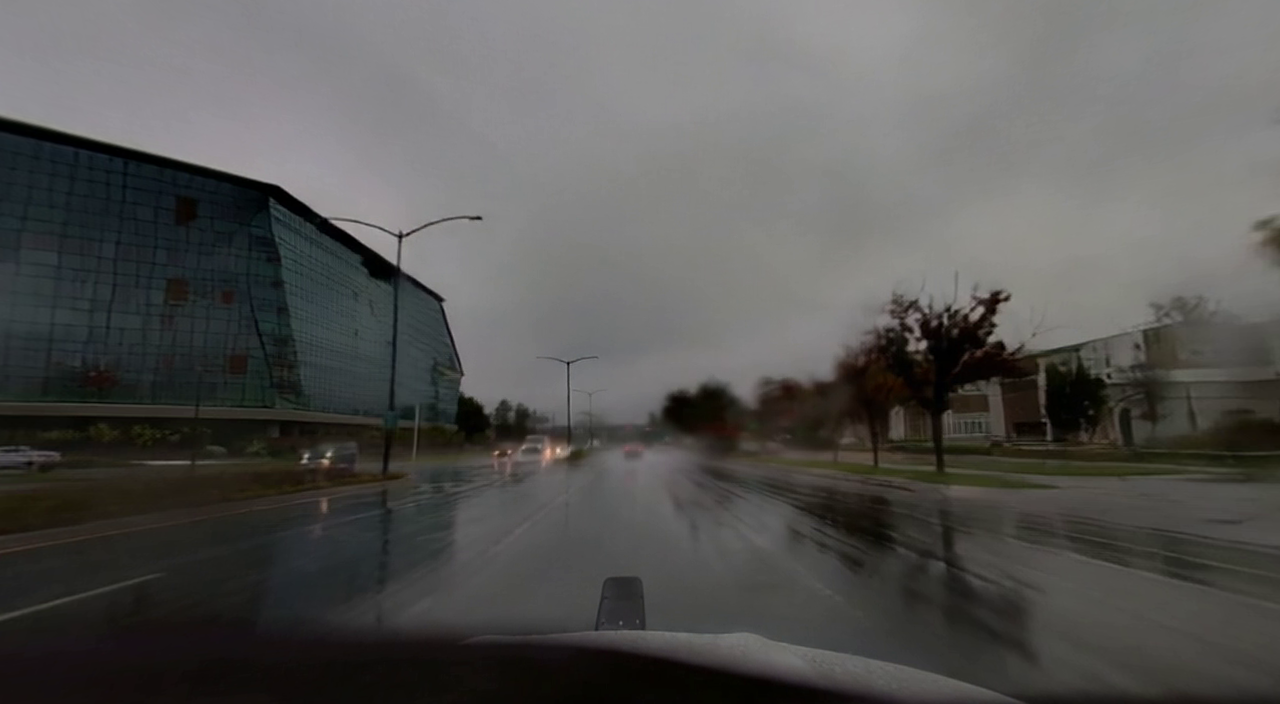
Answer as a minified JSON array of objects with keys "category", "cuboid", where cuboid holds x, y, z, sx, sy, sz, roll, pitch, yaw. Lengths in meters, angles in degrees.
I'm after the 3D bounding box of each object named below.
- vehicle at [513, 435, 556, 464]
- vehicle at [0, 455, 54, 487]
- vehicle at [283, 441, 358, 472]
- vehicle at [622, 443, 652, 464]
[{"category":"vehicle","cuboid":[-8.234,7.650,49.911,2.631,1.990,5.787,-2,-7,-3]},{"category":"vehicle","cuboid":[-34.524,6.436,34.291,4.090,1.598,1.906,-2,-9,14]},{"category":"vehicle","cuboid":[-21.291,6.937,42.380,2.180,1.902,5.475,0,-8,0]},{"category":"vehicle","cuboid":[-0.247,7.197,44.998,2.080,1.445,4.096,0,-8,-2]}]
